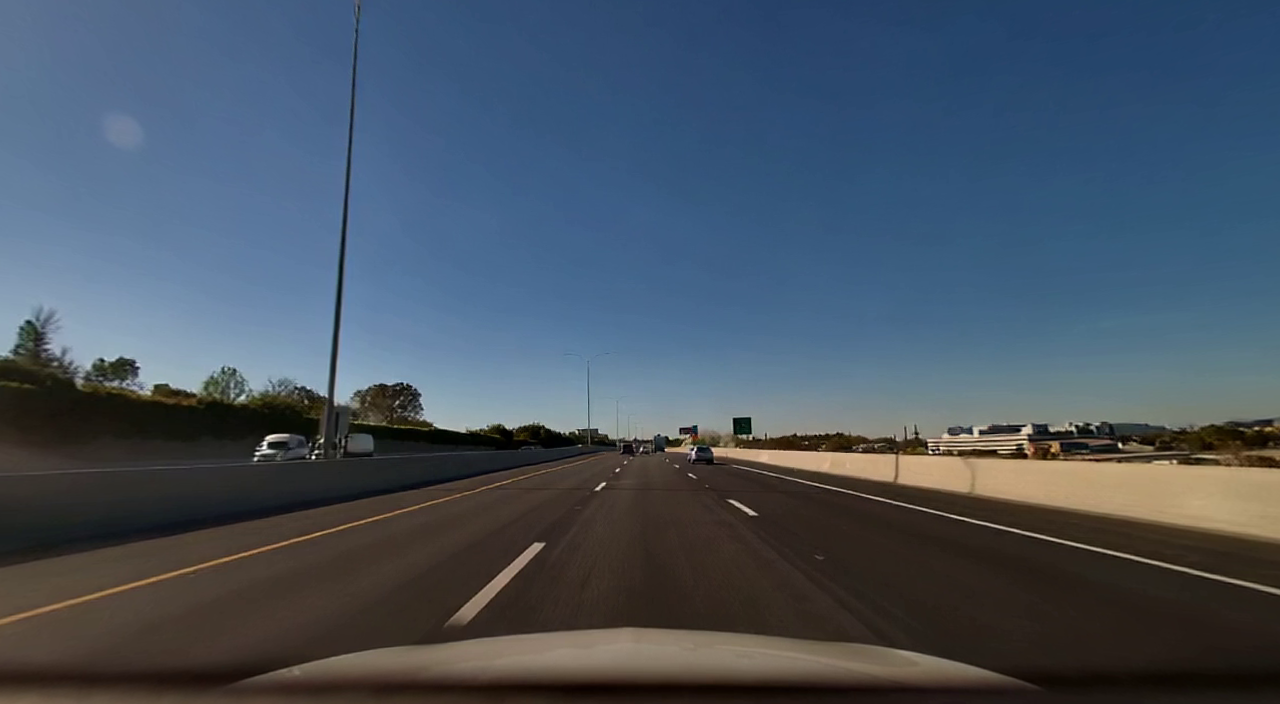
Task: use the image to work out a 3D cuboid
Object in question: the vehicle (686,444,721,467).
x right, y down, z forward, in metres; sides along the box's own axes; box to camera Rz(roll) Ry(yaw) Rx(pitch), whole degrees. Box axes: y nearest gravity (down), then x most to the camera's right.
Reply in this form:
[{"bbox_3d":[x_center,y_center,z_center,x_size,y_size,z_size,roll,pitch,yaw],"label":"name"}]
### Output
[{"bbox_3d":[4.353,7.176,43.796,2.003,1.520,4.058,0,-8,0],"label":"vehicle"}]
